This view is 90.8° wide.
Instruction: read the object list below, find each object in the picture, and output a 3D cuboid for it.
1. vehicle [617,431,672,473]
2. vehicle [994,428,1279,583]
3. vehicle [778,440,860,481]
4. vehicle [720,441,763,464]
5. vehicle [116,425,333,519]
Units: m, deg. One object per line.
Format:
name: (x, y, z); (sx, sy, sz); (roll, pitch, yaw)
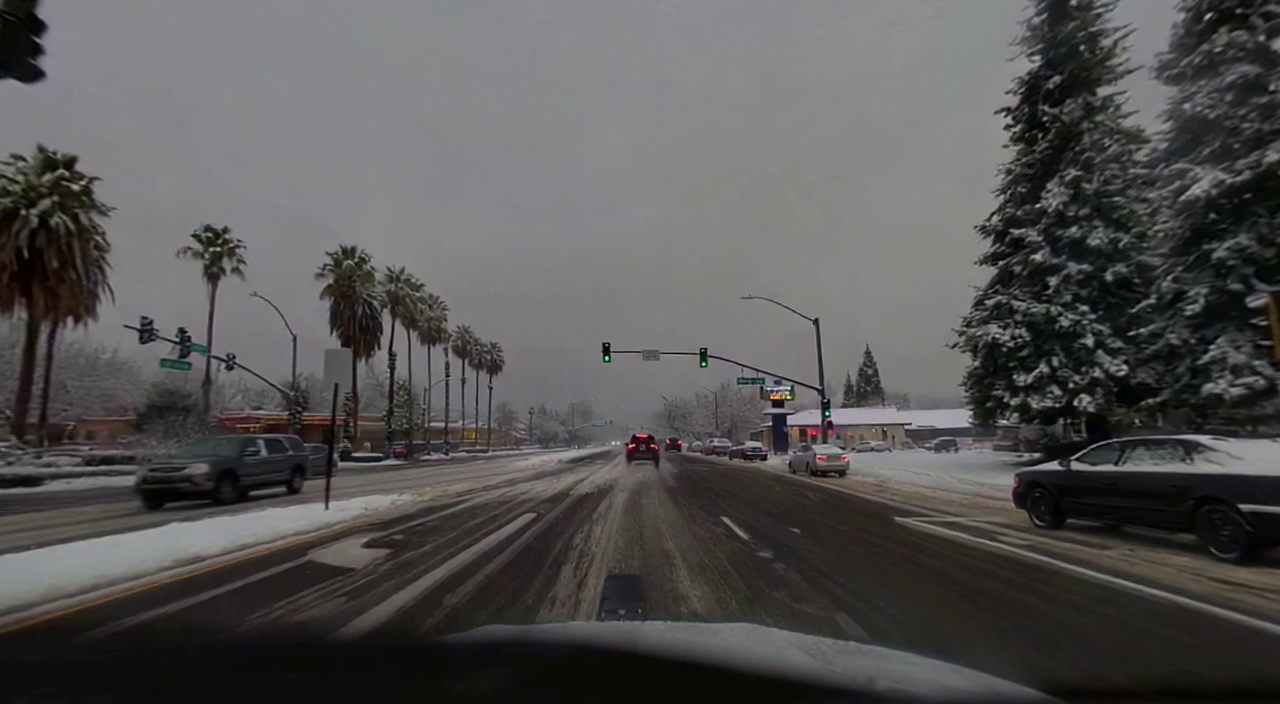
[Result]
vehicle: (0.162, 4.796, 30.401); (2.428, 1.816, 4.959); (0, -9, -1)
vehicle: (7.171, 1.818, 8.329); (2.076, 1.483, 4.963); (0, -9, -1)
vehicle: (6.981, 4.264, 25.150); (1.902, 1.461, 4.428); (0, -9, -1)
vehicle: (7.001, 7.004, 44.129); (2.038, 1.476, 5.032); (0, -9, -1)
vehicle: (-9.602, 2.801, 15.244); (2.182, 1.774, 4.691); (-3, -8, -2)
